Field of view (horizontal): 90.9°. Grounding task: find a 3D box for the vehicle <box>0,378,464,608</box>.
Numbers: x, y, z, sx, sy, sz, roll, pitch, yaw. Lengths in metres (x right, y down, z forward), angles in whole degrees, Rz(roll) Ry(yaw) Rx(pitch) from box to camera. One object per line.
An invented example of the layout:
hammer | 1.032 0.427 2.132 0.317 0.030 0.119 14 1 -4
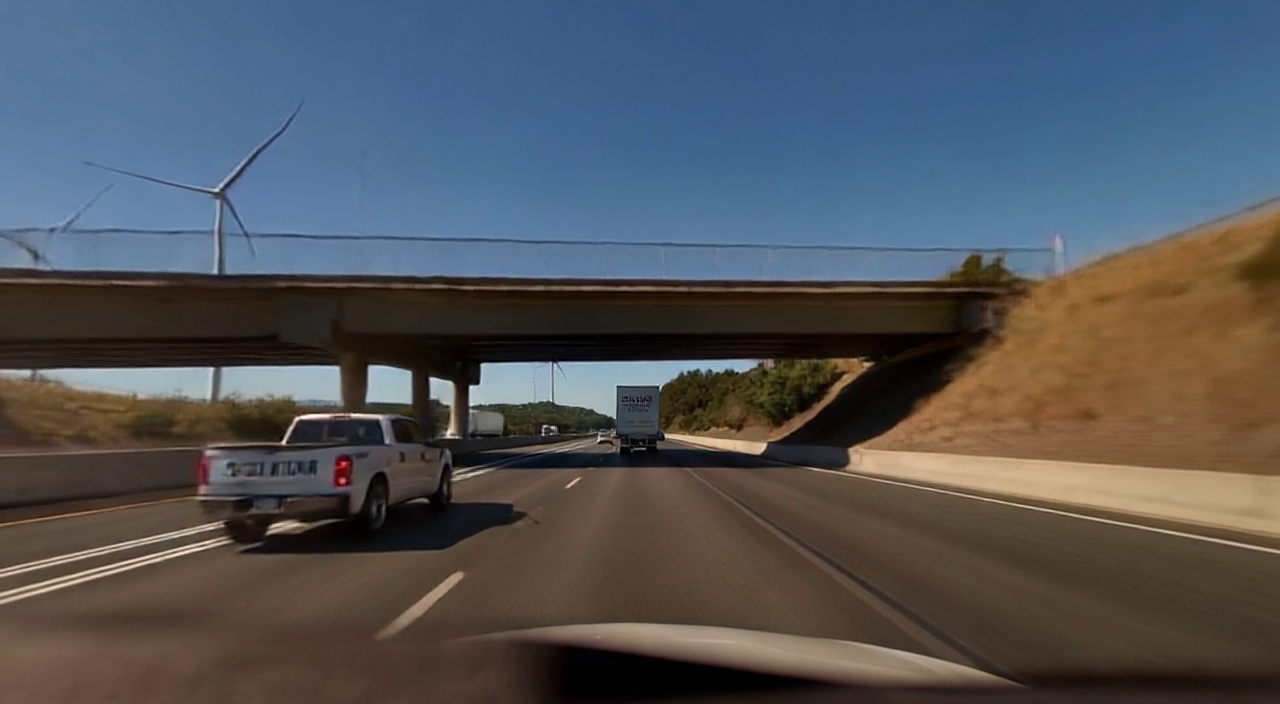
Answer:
vehicle | -3.782 1.366 7.177 2.167 1.686 4.946 0 -8 0

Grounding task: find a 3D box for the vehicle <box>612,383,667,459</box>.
vehicle | -0.186 4.492 39.747 2.906 3.990 12.551 0 -8 -1
